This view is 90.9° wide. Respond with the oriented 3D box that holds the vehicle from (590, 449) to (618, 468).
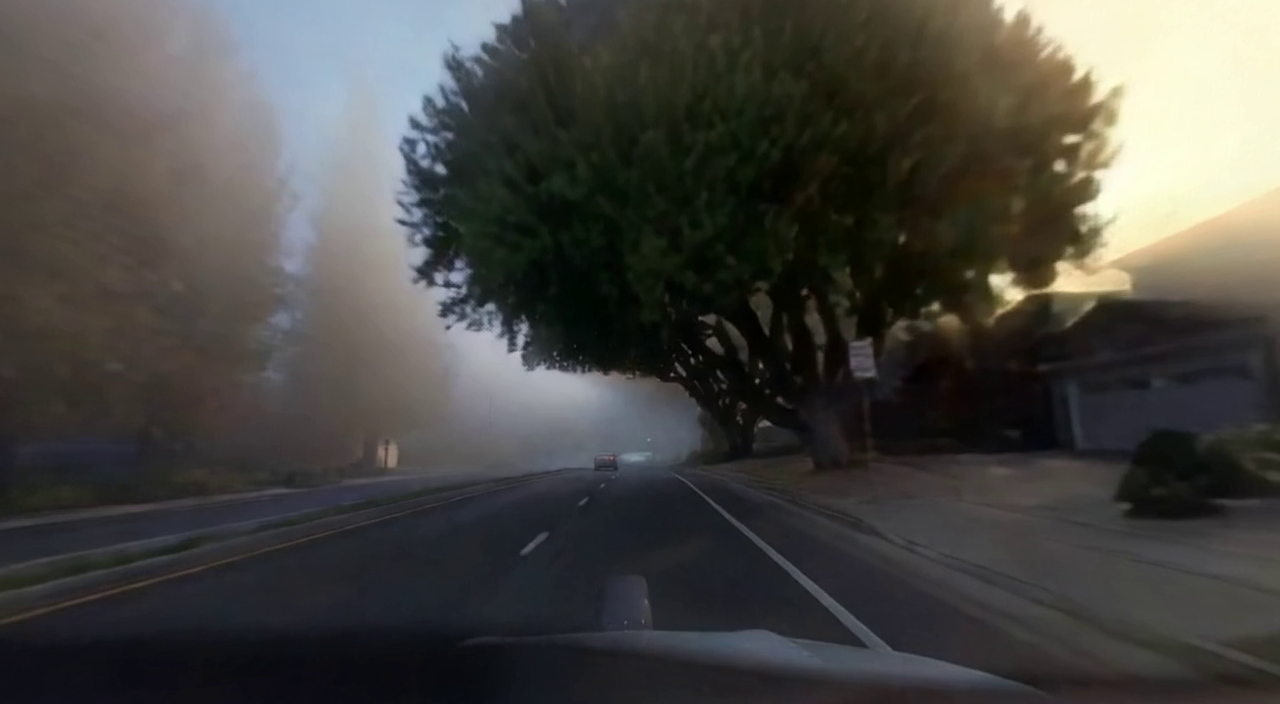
[{"bbox_3d":[-2.801,8.352,49.788,1.973,1.400,3.915,0,-8,1],"label":"vehicle"}]
